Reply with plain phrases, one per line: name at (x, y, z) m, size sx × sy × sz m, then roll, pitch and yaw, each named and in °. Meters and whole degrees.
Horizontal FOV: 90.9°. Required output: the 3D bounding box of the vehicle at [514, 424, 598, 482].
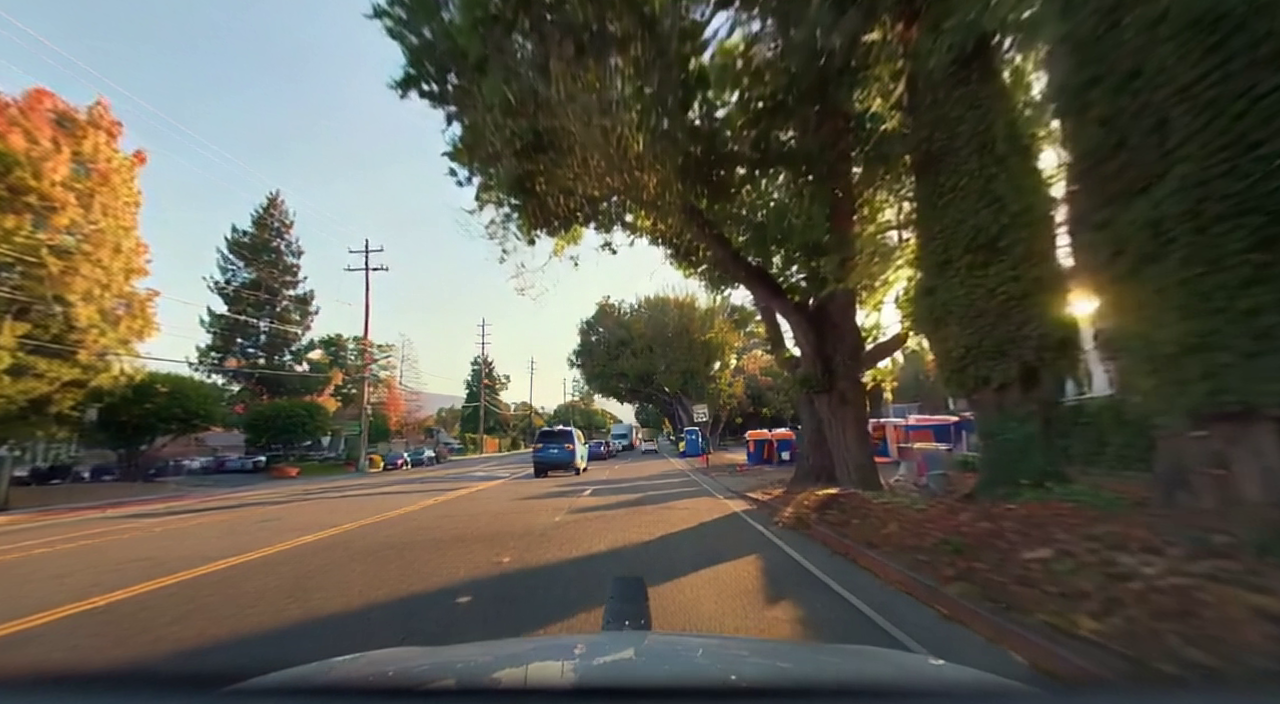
vehicle at (-2.840, 3.599, 22.694) m, size 2.180 × 1.818 × 5.117 m, roll 0°, pitch -8°, yaw 2°
